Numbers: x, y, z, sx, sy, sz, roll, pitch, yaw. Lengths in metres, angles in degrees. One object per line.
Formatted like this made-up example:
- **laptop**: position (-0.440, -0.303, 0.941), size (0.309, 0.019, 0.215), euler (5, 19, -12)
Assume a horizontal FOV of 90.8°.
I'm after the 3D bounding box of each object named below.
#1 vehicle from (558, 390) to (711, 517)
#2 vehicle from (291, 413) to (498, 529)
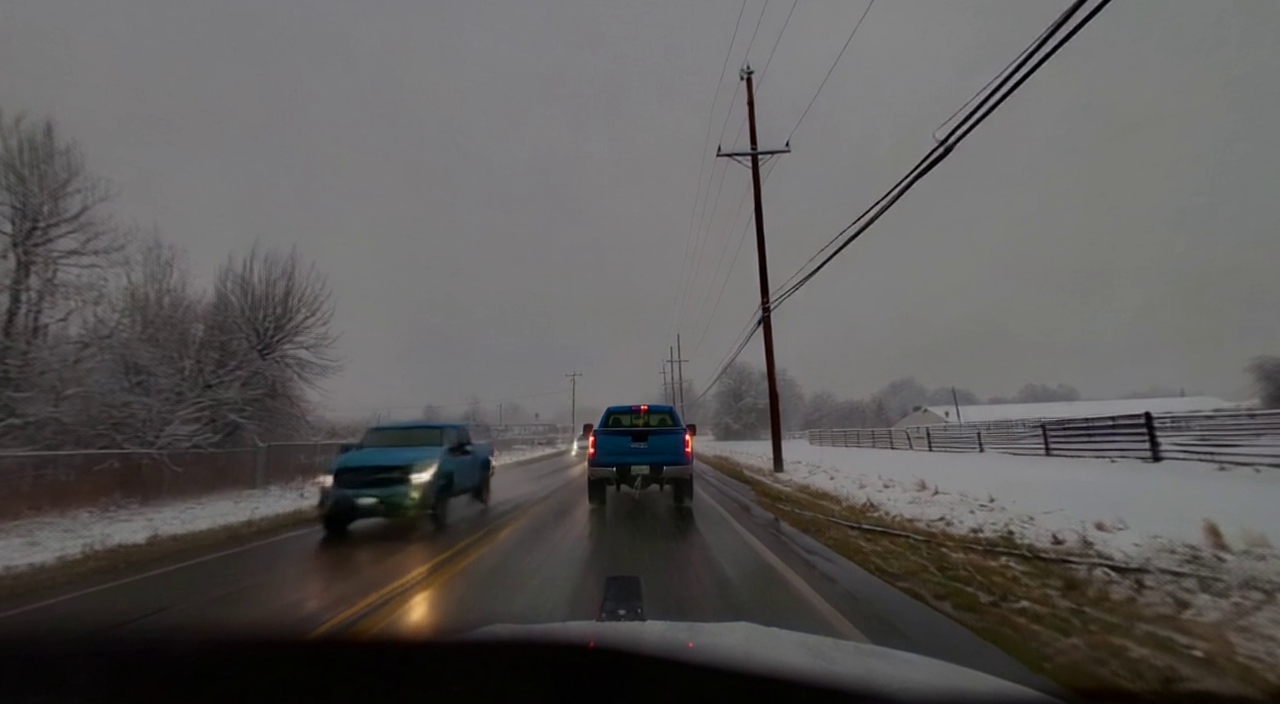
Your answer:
- **vehicle**: position (-0.137, 2.233, 14.210), size (2.693, 2.223, 5.885), euler (0, -8, -1)
- **vehicle**: position (-4.418, 2.240, 12.451), size (2.077, 1.805, 4.891), euler (0, -8, 0)
